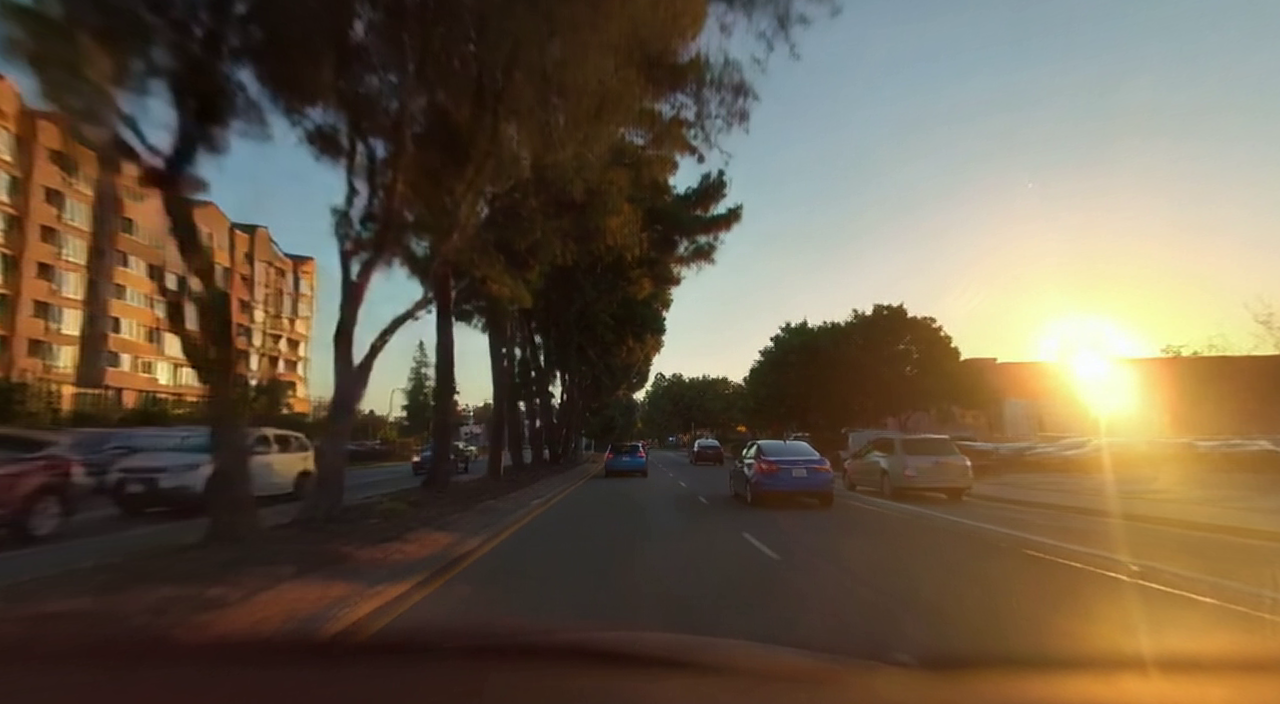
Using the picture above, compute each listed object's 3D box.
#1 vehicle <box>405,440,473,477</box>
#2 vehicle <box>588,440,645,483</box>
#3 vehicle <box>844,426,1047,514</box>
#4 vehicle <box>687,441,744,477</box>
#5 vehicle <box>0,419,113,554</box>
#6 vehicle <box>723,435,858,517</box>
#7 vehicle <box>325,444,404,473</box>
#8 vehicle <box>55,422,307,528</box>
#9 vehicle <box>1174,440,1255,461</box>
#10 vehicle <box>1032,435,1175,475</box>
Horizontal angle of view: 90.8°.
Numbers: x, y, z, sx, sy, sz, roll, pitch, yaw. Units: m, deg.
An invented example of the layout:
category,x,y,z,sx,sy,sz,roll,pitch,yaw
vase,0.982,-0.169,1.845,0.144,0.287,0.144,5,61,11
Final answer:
category,x,y,z,sx,sy,sz,roll,pitch,yaw
vehicle,-9.424,5.046,30.036,1.953,1.612,4.204,0,-9,-2
vehicle,-0.825,4.102,23.876,1.994,1.479,3.647,0,-9,0
vehicle,7.128,2.817,15.652,2.224,1.772,5.325,0,-9,-2
vehicle,3.280,4.729,28.208,1.908,1.453,4.230,0,-9,-2
vehicle,-8.954,1.610,7.263,2.019,1.668,4.433,-1,-8,-1
vehicle,3.043,2.589,13.657,1.852,1.498,3.825,0,-9,-2
vehicle,-16.379,6.355,38.002,2.115,1.621,5.840,0,-9,0
vehicle,-9.032,2.431,13.080,1.927,1.788,4.541,0,-9,-3
vehicle,42.402,7.280,46.782,1.907,1.464,4.298,0,-9,0
vehicle,20.601,4.573,28.226,4.697,1.691,2.106,0,-9,-1
